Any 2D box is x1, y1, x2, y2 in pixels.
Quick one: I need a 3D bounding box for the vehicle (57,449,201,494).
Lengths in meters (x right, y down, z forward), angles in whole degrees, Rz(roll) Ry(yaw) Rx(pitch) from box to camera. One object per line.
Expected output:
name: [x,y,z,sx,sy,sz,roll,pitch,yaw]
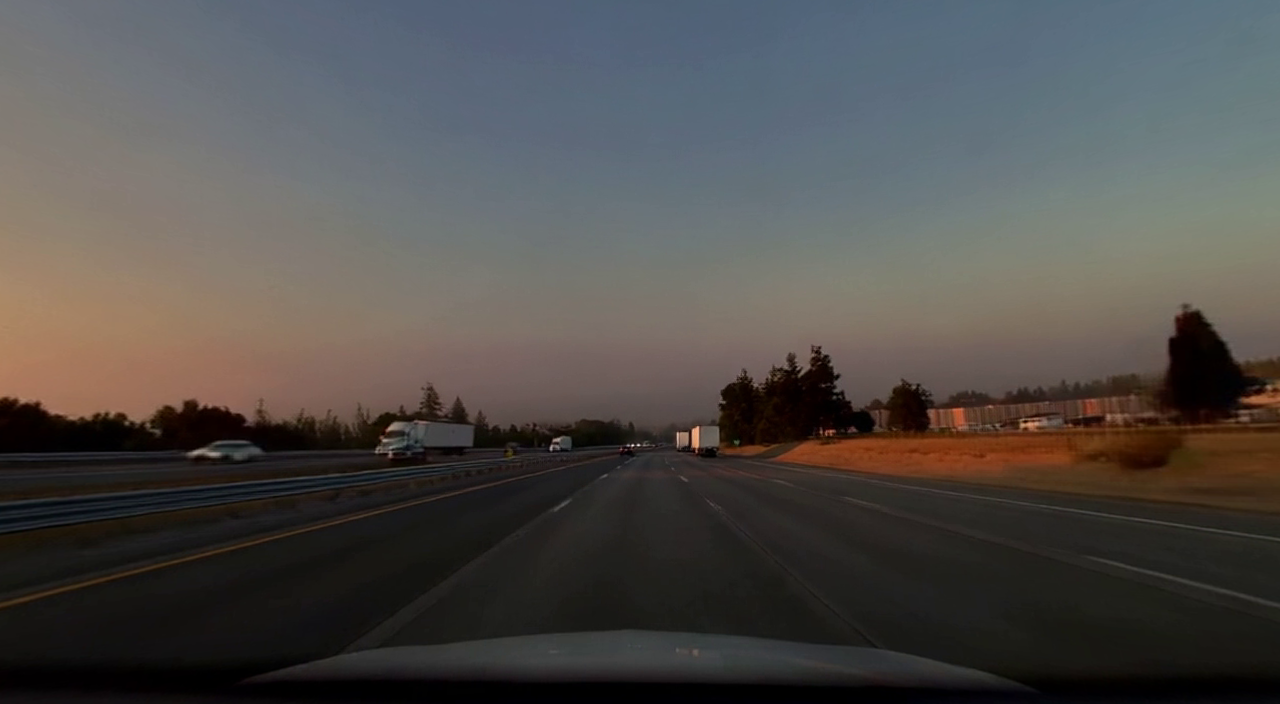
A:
vehicle: [-20.400,4.751,25.495,1.852,1.597,4.638,-1,-8,1]
